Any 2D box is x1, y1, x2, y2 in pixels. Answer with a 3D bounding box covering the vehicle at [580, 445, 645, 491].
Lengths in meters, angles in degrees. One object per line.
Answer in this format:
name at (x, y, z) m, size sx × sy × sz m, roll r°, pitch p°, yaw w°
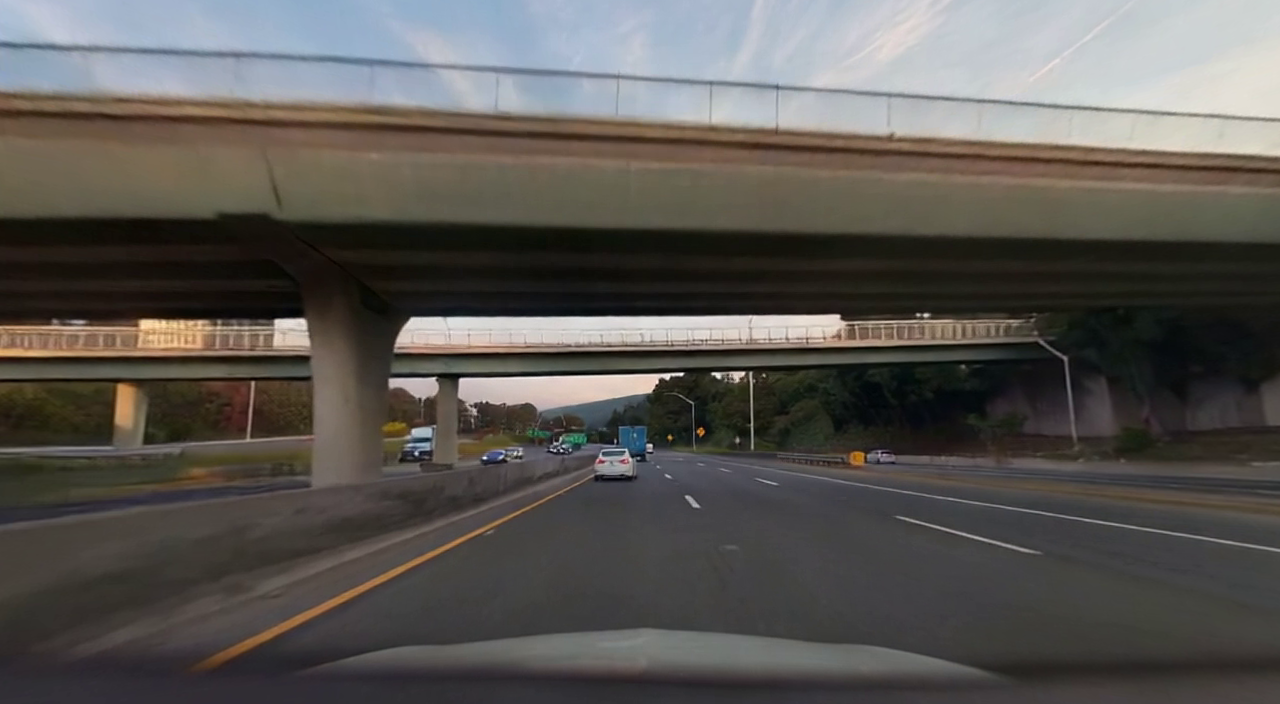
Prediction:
vehicle at (-0.864, 4.078, 22.473) m, size 2.039 × 1.478 × 4.483 m, roll 0°, pitch -9°, yaw 1°
